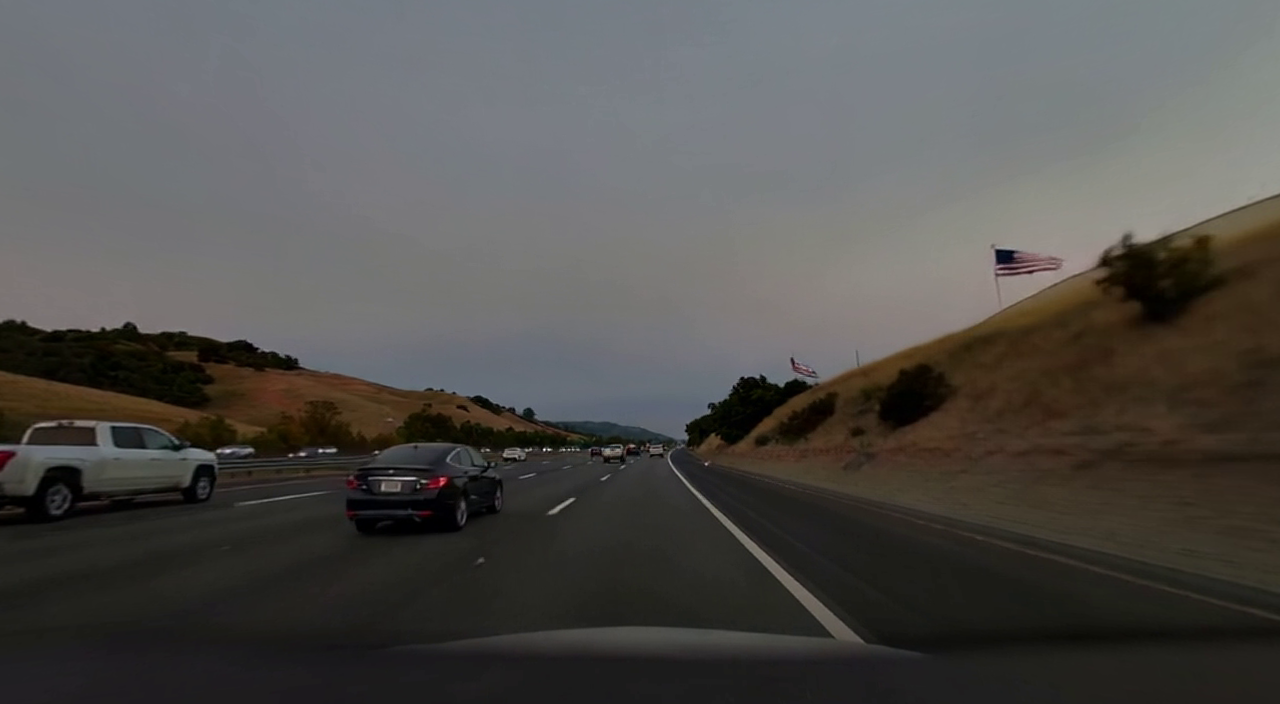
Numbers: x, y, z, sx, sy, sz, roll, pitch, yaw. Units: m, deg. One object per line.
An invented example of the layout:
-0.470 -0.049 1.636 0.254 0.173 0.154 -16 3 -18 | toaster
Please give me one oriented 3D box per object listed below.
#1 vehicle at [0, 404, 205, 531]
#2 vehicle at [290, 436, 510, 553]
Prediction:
-11.085 2.042 11.522 2.284 1.966 5.406 0 -8 2 | vehicle
-3.540 2.140 10.270 1.896 1.491 4.146 0 -8 1 | vehicle
